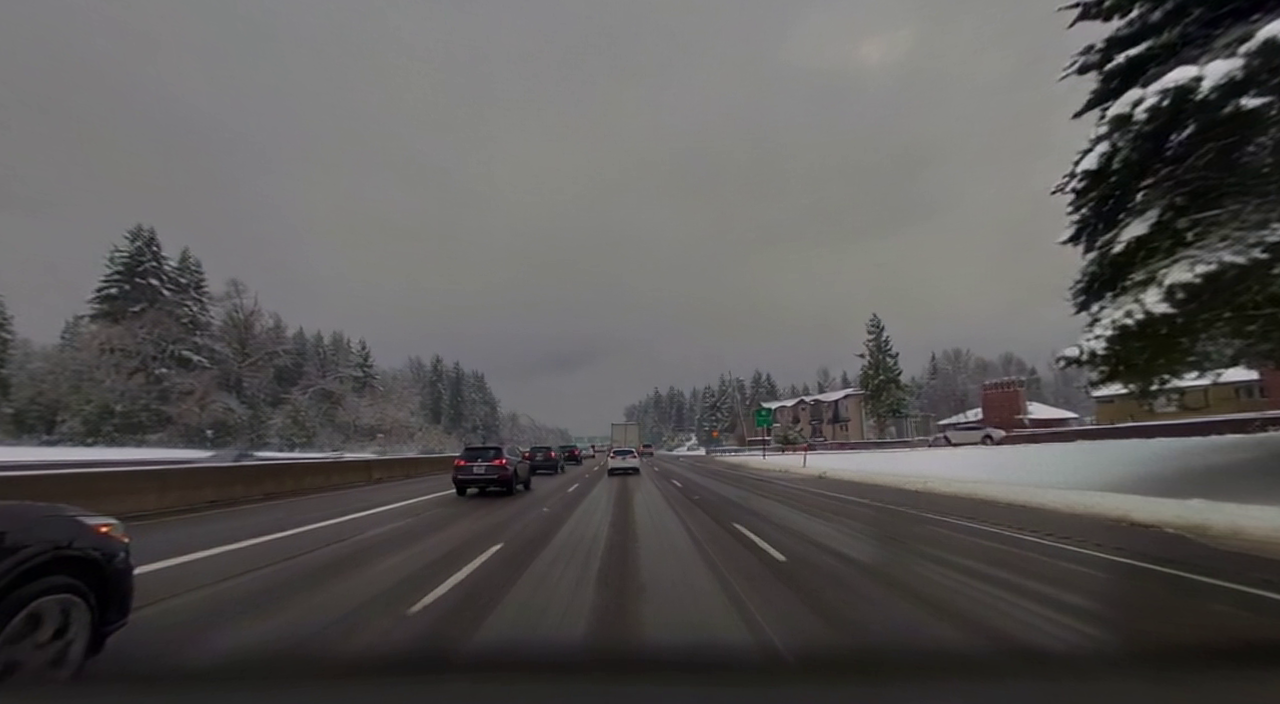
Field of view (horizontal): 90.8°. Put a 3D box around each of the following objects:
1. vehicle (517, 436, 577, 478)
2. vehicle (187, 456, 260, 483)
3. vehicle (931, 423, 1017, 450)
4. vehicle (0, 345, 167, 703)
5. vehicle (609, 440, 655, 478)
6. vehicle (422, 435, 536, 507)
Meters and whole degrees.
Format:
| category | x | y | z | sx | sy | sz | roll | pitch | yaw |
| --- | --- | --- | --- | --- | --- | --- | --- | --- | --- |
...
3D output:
| category | x | y | z | sx | sy | sz | roll | pitch | yaw |
| --- | --- | --- | --- | --- | --- | --- | --- | --- | --- |
| vehicle | -4.603 | 5.301 | 32.108 | 2.301 | 1.944 | 5.482 | 0 | -9 | -1 |
| vehicle | -28.173 | 7.955 | 42.917 | 1.996 | 1.677 | 4.250 | 0 | -9 | 1 |
| vehicle | 19.262 | 4.966 | 36.677 | 1.894 | 1.458 | 4.268 | 3 | -9 | -16 |
| vehicle | -3.480 | 0.615 | 0.984 | 2.027 | 1.713 | 4.490 | 0 | -9 | -1 |
| vehicle | -0.400 | 5.132 | 30.574 | 2.063 | 1.703 | 4.203 | 0 | -9 | -1 |
| vehicle | -4.103 | 3.095 | 16.842 | 1.988 | 1.668 | 4.021 | 0 | -9 | 0 |
